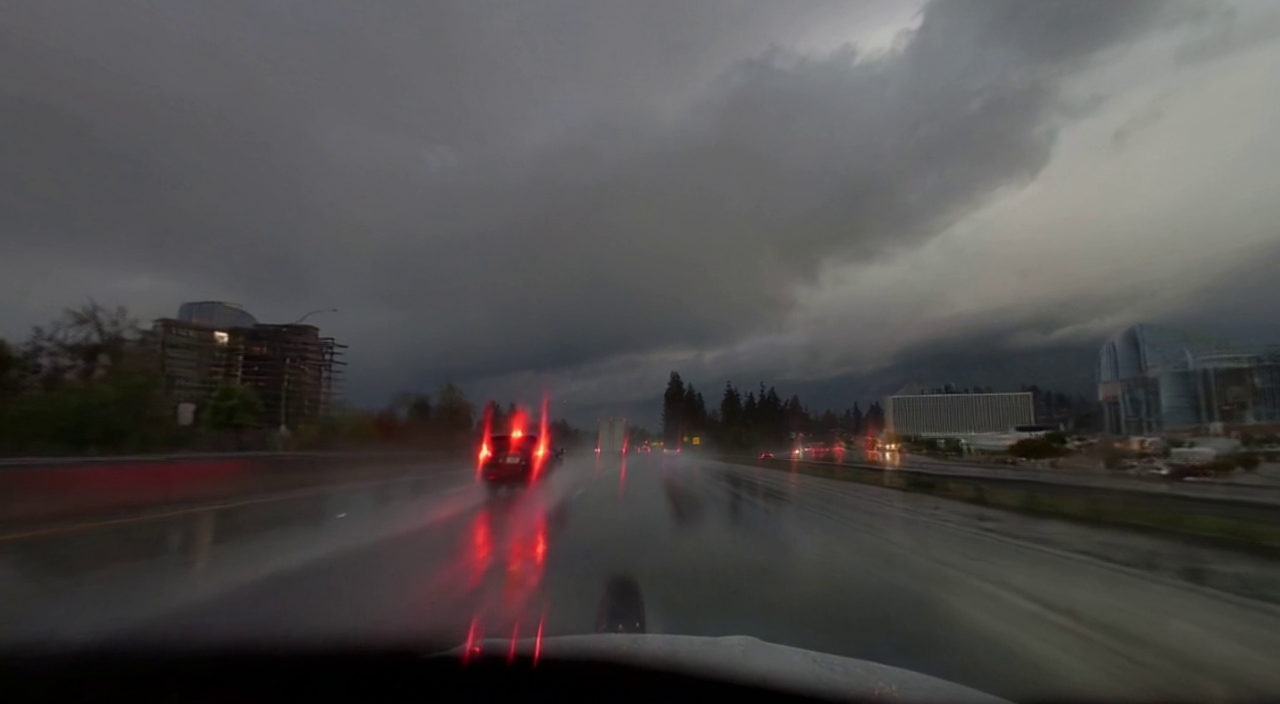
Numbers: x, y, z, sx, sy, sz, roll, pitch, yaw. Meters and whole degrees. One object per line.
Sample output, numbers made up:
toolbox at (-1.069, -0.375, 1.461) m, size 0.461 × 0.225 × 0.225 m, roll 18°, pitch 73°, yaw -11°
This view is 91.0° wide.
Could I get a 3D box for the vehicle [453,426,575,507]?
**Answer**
vehicle at (-3.005, 2.858, 16.099) m, size 2.111 × 1.742 × 4.315 m, roll 0°, pitch -9°, yaw 1°
